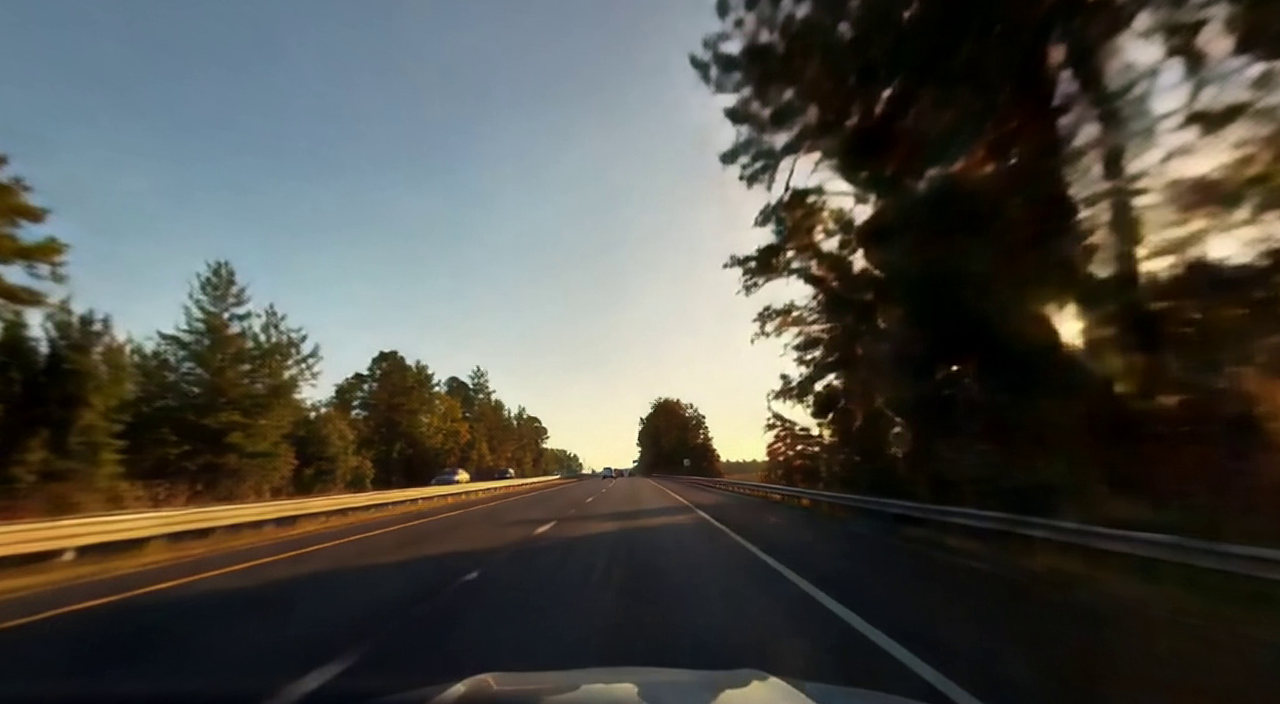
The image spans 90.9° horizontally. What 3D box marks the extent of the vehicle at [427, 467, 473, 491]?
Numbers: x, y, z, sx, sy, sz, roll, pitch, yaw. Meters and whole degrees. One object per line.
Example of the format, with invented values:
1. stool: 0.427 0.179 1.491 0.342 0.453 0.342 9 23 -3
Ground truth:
1. vehicle: -13.264 8.896 44.170 1.868 1.526 4.154 1 -11 1
